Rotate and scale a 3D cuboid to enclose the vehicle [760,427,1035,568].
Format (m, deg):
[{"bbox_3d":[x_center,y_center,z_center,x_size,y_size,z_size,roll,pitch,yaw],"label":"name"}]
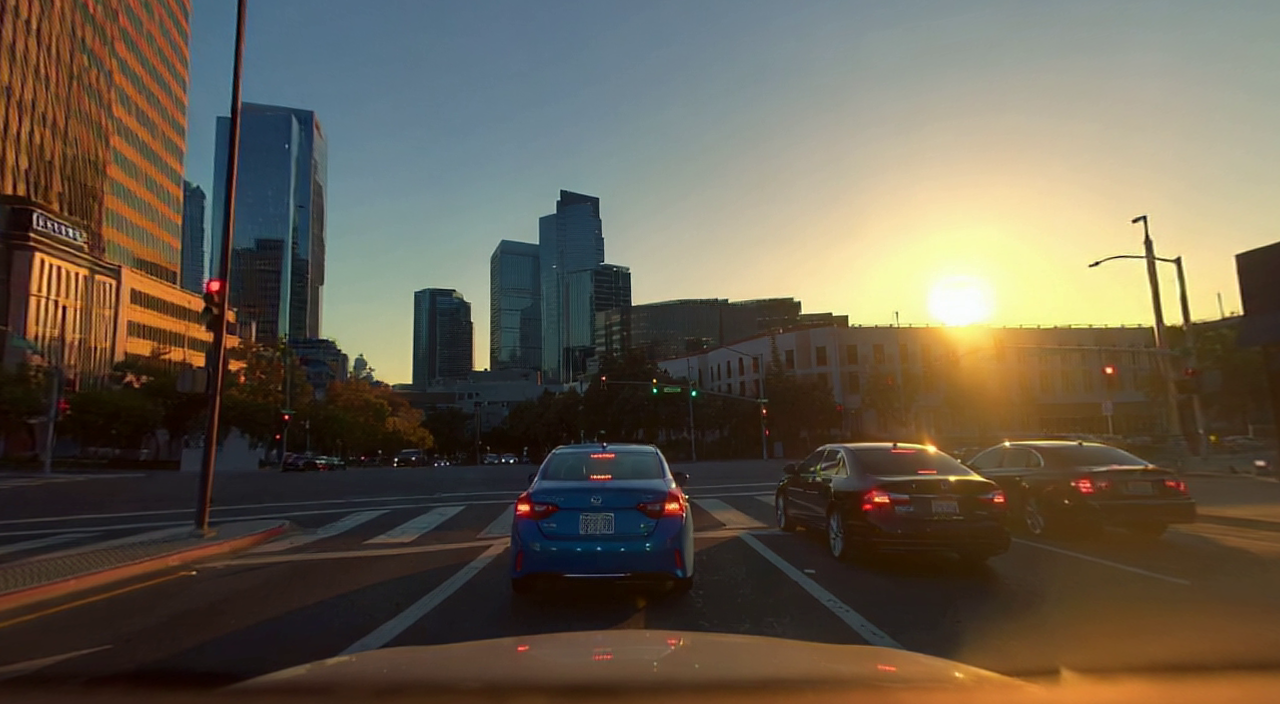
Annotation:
[{"bbox_3d":[3.214,1.888,8.973,2.042,1.508,4.109,0,-8,-2],"label":"vehicle"}]

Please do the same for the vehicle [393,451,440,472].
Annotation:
[{"bbox_3d":[-17.142,8.365,48.550,2.048,1.463,4.530,0,-8,-1],"label":"vehicle"}]

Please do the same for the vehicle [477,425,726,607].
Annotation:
[{"bbox_3d":[-0.369,1.653,7.291,2.059,1.477,3.988,0,-8,-1],"label":"vehicle"}]

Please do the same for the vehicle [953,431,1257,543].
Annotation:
[{"bbox_3d":[7.443,2.164,10.790,1.908,1.517,4.182,0,-8,-1],"label":"vehicle"}]
